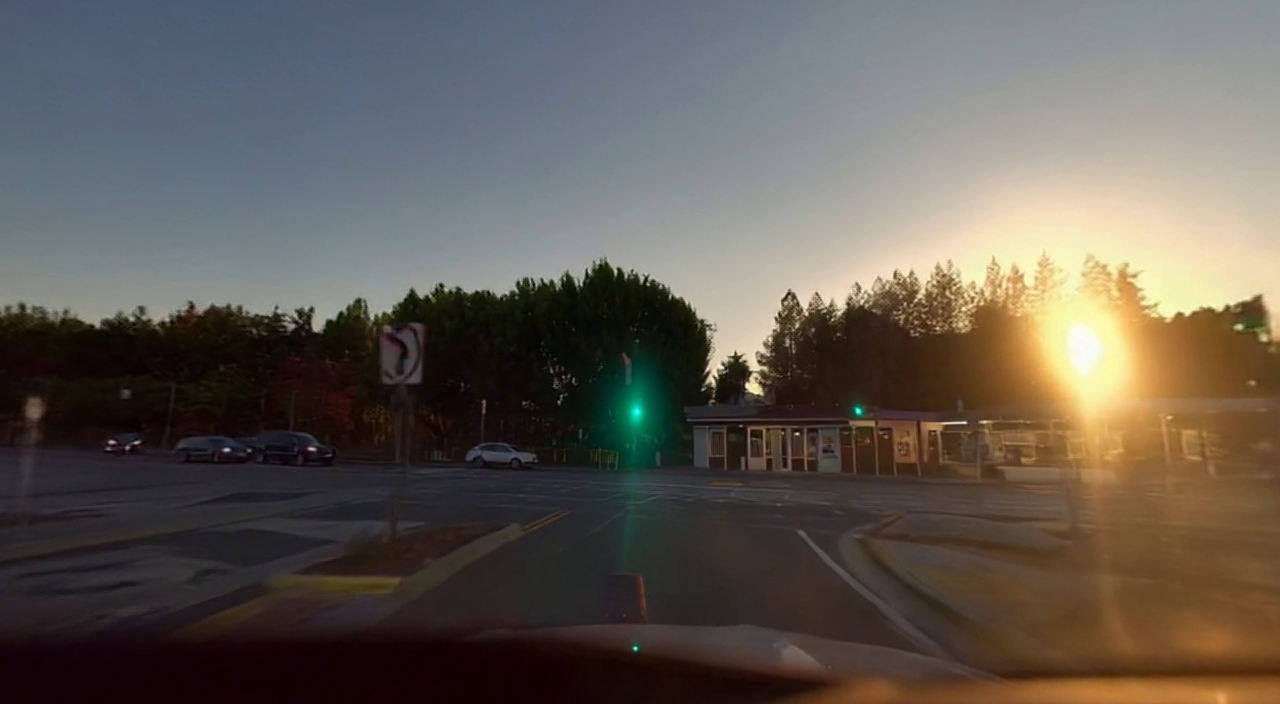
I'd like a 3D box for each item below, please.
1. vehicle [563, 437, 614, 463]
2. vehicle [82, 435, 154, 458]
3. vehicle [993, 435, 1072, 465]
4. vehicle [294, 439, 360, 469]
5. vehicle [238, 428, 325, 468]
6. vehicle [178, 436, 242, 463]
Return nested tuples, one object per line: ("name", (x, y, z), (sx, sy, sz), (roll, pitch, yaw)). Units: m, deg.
("vehicle", (-4.032, 7.782, 49.860), (2.072, 1.922, 4.112), (-5, -10, 31))
("vehicle", (-38.251, 6.955, 46.159), (2.002, 1.603, 4.547), (2, -8, -10))
("vehicle", (27.228, 6.816, 43.690), (4.474, 1.956, 2.263), (-5, -10, 31))
("vehicle", (-15.852, 5.176, 32.020), (1.789, 1.399, 4.236), (2, -8, -10))
("vehicle", (-18.942, 5.104, 33.495), (2.337, 1.934, 4.843), (1, -8, -9))
("vehicle", (-25.282, 5.724, 37.008), (1.771, 1.510, 3.545), (2, -8, -11))
